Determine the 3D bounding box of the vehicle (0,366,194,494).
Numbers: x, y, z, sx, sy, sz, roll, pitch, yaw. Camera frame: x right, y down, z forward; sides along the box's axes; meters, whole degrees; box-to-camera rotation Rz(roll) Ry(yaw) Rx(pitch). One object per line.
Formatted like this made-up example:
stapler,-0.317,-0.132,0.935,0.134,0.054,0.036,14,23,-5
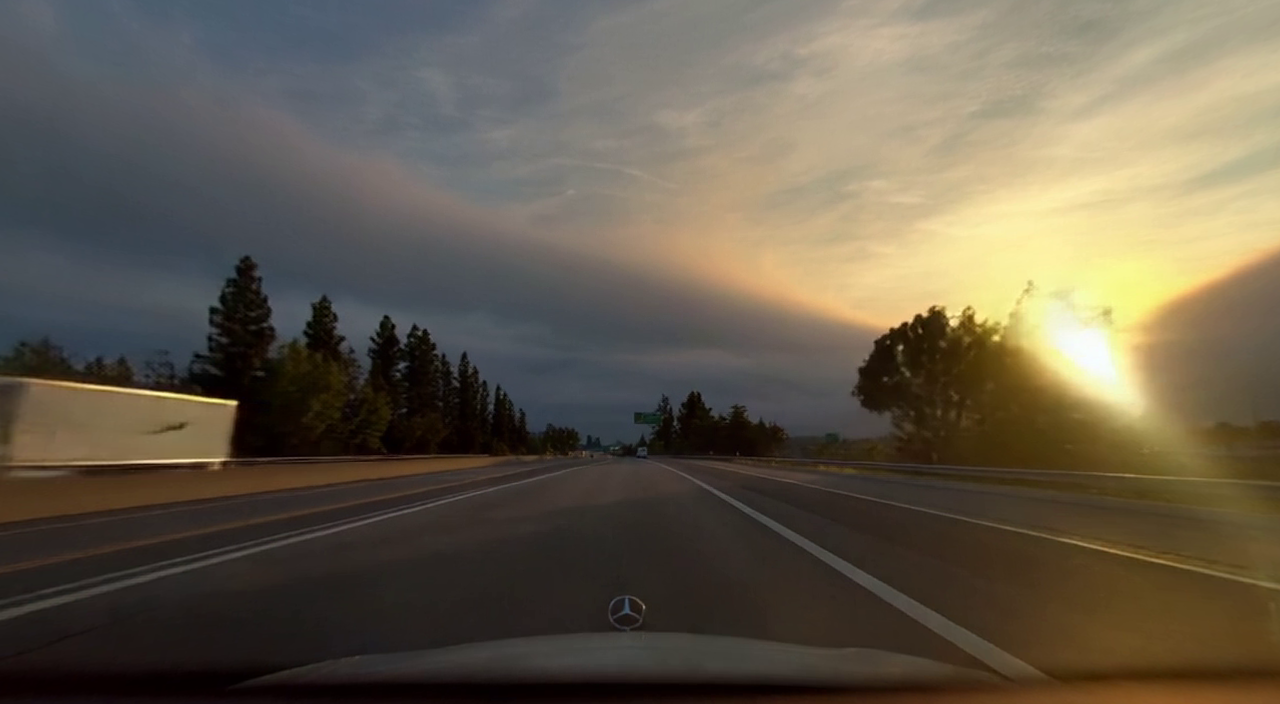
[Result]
vehicle,-17.203,2.362,18.327,2.685,3.137,7.722,0,-9,0
